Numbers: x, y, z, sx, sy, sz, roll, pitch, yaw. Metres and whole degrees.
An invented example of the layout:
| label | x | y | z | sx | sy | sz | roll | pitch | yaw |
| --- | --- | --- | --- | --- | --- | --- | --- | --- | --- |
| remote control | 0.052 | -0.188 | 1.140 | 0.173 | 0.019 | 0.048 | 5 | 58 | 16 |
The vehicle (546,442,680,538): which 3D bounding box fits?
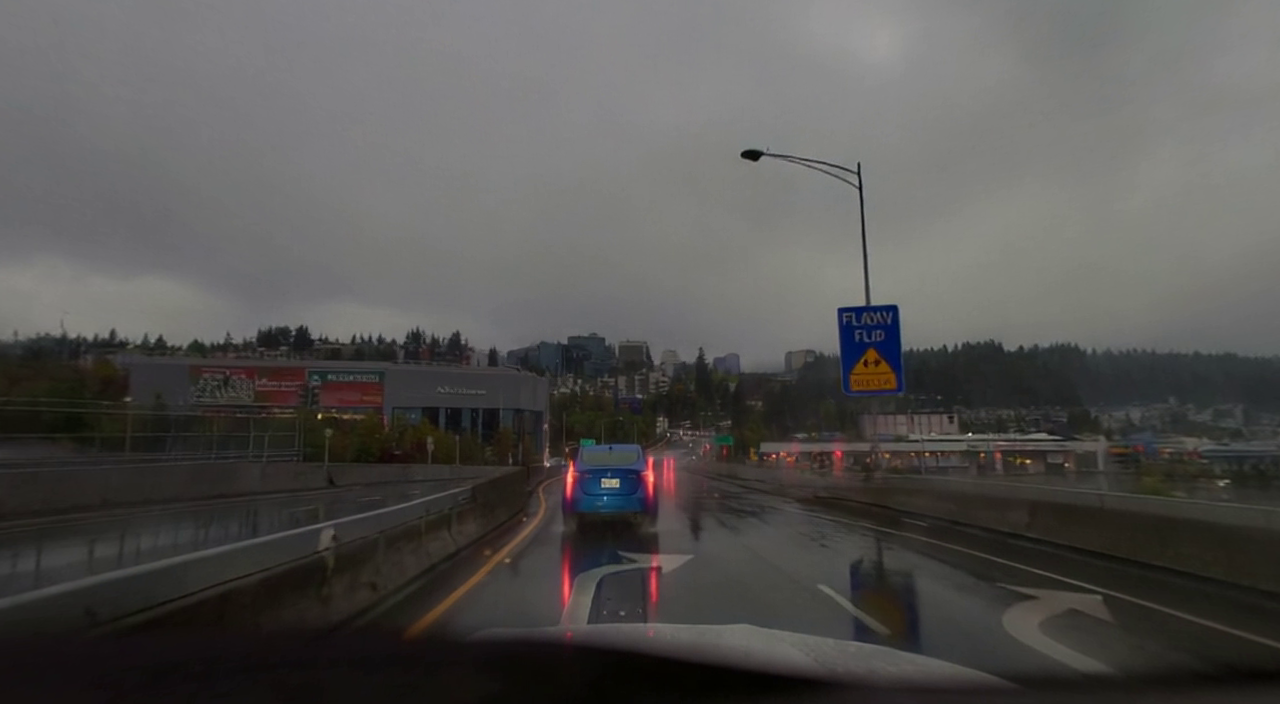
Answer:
| label | x | y | z | sx | sy | sz | roll | pitch | yaw |
| --- | --- | --- | --- | --- | --- | --- | --- | --- | --- |
| vehicle | -0.529 | 2.425 | 11.704 | 2.063 | 1.442 | 3.933 | 0 | -9 | -3 |
